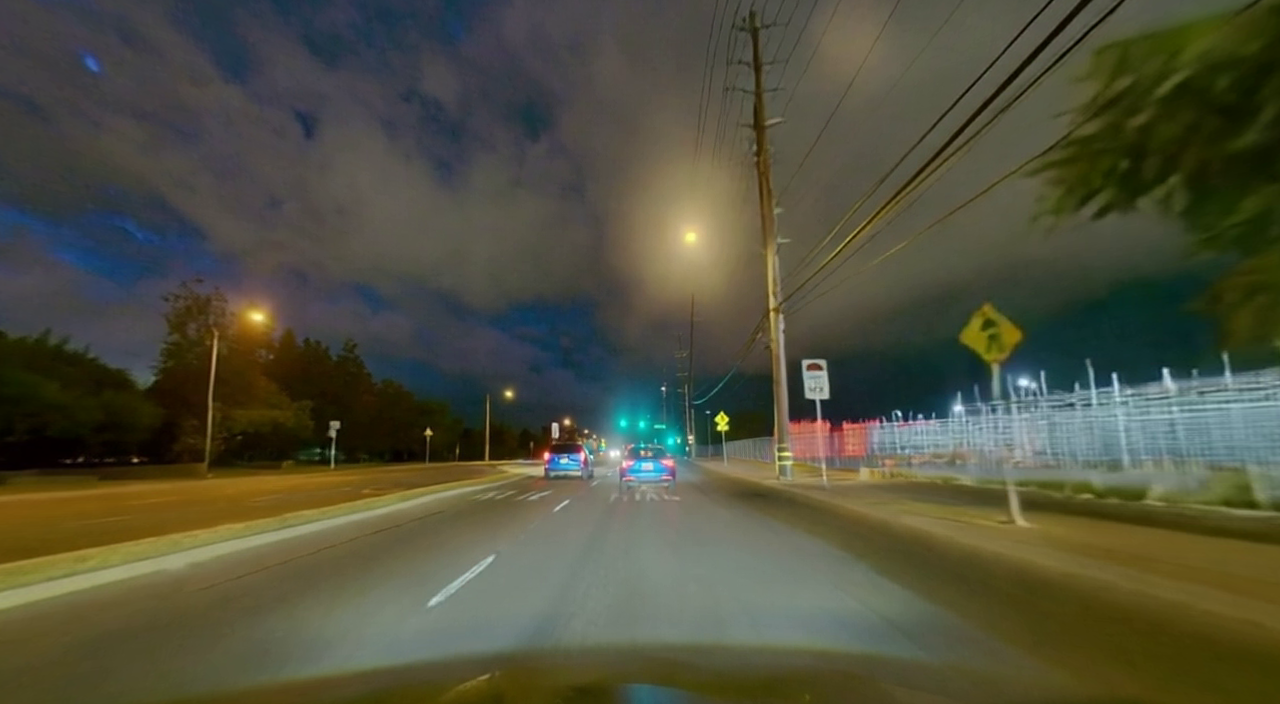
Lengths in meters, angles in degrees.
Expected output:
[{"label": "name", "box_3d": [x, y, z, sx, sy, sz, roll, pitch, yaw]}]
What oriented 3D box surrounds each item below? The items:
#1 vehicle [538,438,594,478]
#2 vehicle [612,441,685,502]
[{"label": "vehicle", "box_3d": [-3.523, 5.119, 30.541, 2.078, 1.804, 4.387, 0, -8, 1]}, {"label": "vehicle", "box_3d": [0.236, 3.702, 19.920, 2.059, 1.691, 3.980, 0, -8, 0]}]
